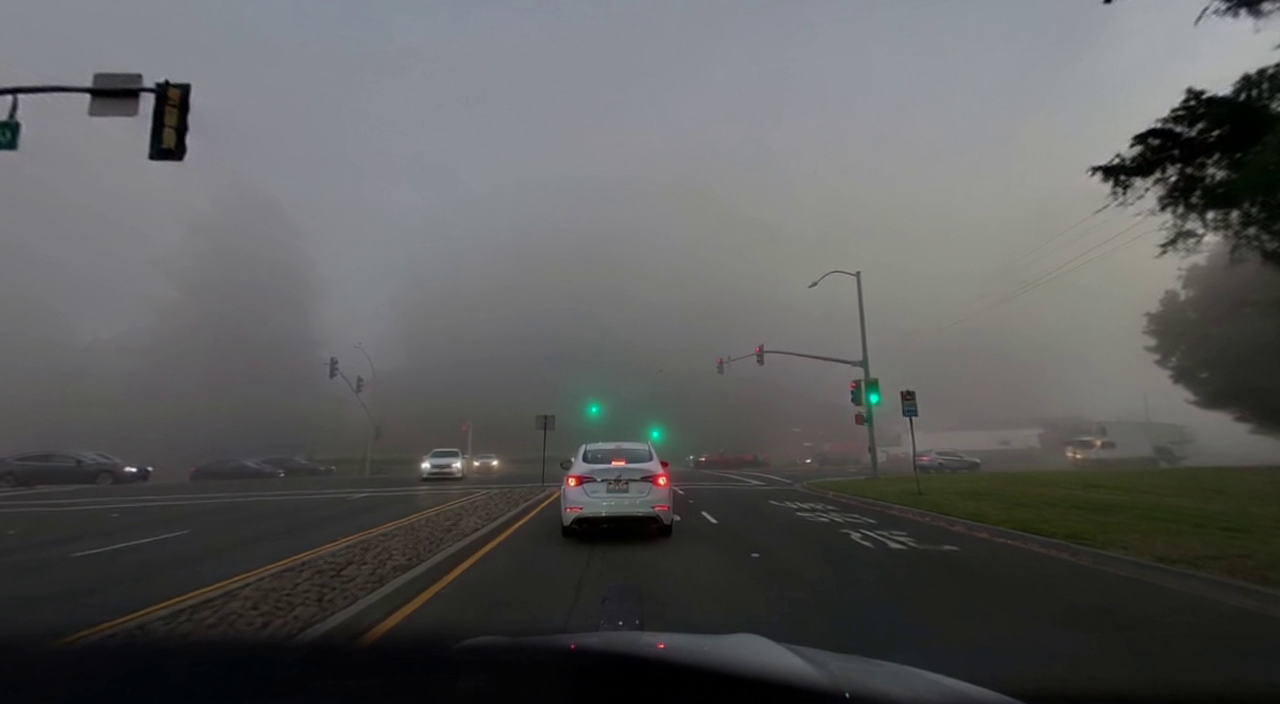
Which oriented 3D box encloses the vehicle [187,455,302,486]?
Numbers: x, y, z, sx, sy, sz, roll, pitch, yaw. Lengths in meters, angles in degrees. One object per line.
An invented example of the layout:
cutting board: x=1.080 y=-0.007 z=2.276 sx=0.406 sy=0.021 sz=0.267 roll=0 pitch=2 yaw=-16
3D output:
vehicle: x=-20.045 y=6.023 z=32.206 sx=4.548 sy=1.449 sz=1.802 roll=2 pitch=-9 yaw=-13

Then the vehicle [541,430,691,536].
vehicle: x=-0.367 y=2.174 z=11.103 sx=2.112 sy=1.479 sz=4.264 roll=0 pitch=-9 yaw=-1

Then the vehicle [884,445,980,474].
vehicle: x=15.627 y=5.715 z=33.829 sx=4.601 sy=1.485 sz=1.929 roll=3 pitch=-9 yaw=-21

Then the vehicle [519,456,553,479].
vehicle: x=-7.408 y=8.257 z=45.310 sx=2.077 sy=1.449 sz=4.838 roll=1 pitch=-9 yaw=-6

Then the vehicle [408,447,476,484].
vehicle: x=-8.506 y=4.890 z=27.528 sx=2.073 sy=1.459 sz=4.495 roll=1 pitch=-9 yaw=-8

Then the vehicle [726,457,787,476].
vehicle: x=9.090 y=8.975 z=49.532 sx=4.254 sy=1.359 sz=1.895 roll=2 pitch=-9 yaw=-15

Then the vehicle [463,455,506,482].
vehicle: x=-10.104 y=7.591 z=41.390 sx=2.078 sy=1.534 sz=4.646 roll=1 pitch=-9 yaw=-5

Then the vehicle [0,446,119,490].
vehicle: x=-25.745 y=4.923 z=26.955 sx=4.877 sy=1.754 sz=1.978 roll=2 pitch=-9 yaw=-13
